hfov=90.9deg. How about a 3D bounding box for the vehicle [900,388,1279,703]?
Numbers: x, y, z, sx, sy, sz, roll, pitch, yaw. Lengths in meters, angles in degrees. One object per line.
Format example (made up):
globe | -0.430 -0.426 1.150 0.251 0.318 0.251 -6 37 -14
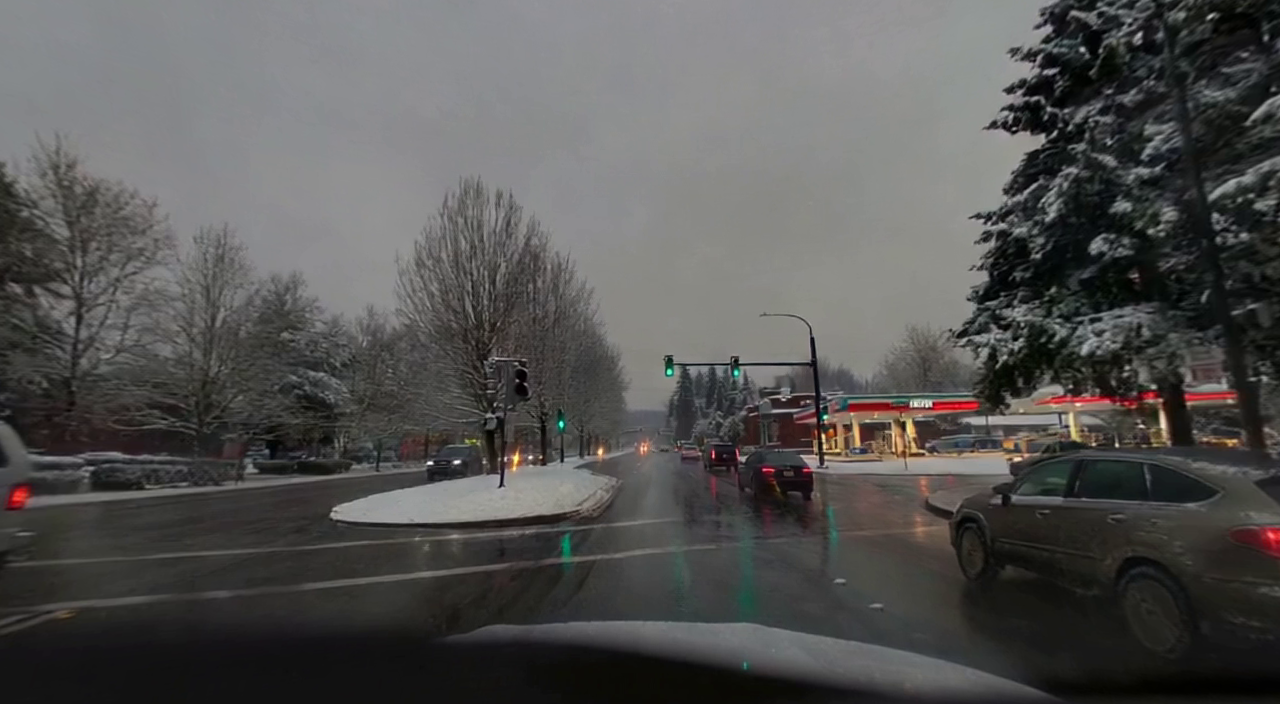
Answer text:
vehicle | 3.799 1.256 4.482 1.875 1.665 4.931 0 -9 1

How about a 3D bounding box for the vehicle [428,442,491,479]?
vehicle | -10.218 6.200 36.019 2.416 1.903 4.339 -1 -10 -2

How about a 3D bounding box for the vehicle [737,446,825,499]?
vehicle | 4.264 3.698 19.763 1.871 1.442 4.122 0 -9 1

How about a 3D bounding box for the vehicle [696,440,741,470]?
vehicle | 5.447 7.273 44.674 2.611 1.983 5.165 0 -9 1

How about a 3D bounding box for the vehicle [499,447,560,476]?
vehicle | -6.991 6.997 40.551 2.842 1.476 4.980 -3 -7 2
